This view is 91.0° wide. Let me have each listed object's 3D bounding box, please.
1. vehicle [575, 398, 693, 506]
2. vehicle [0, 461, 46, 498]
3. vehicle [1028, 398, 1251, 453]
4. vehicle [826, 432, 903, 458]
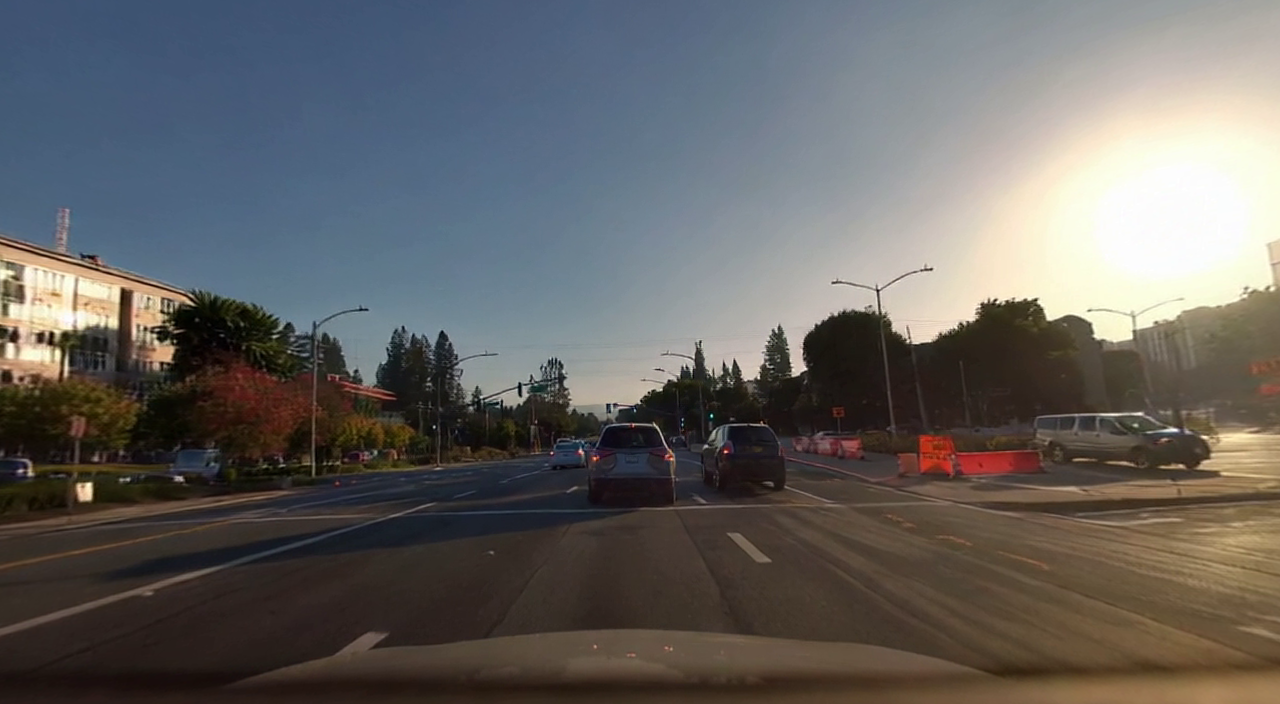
[{"bbox_3d":[-0.264,2.422,15.514,2.350,2.122,5.801,0,-8,-3],"label":"vehicle"},{"bbox_3d":[-33.415,6.732,33.469,4.692,1.720,1.941,-7,-11,40],"label":"vehicle"},{"bbox_3d":[14.821,2.303,19.106,4.986,1.467,2.025,-6,-10,34],"label":"vehicle"},{"bbox_3d":[13.573,5.596,37.990,4.267,1.503,2.145,5,-10,-32],"label":"vehicle"}]
